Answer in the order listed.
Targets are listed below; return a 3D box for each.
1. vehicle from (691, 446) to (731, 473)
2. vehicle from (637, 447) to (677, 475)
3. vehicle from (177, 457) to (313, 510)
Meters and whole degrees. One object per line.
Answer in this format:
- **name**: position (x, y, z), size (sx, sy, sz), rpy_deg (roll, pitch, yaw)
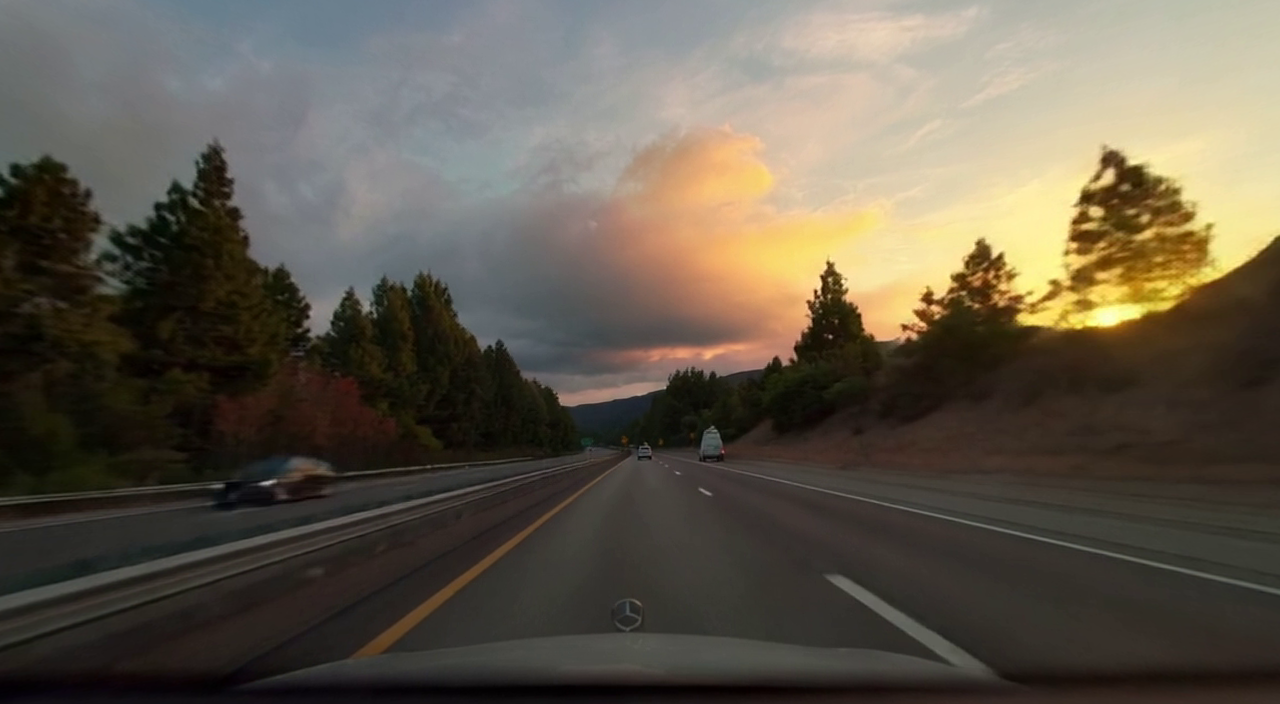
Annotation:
- **vehicle**: position (4.222, 6.471, 38.036), size (1.846, 1.485, 3.679), rpy_deg (0, -9, -2)
- **vehicle**: position (0.914, 6.226, 36.325), size (2.162, 1.492, 3.975), rpy_deg (0, -9, -1)
- **vehicle**: position (-12.699, 4.214, 20.608), size (1.834, 1.494, 3.993), rpy_deg (0, -9, 0)
